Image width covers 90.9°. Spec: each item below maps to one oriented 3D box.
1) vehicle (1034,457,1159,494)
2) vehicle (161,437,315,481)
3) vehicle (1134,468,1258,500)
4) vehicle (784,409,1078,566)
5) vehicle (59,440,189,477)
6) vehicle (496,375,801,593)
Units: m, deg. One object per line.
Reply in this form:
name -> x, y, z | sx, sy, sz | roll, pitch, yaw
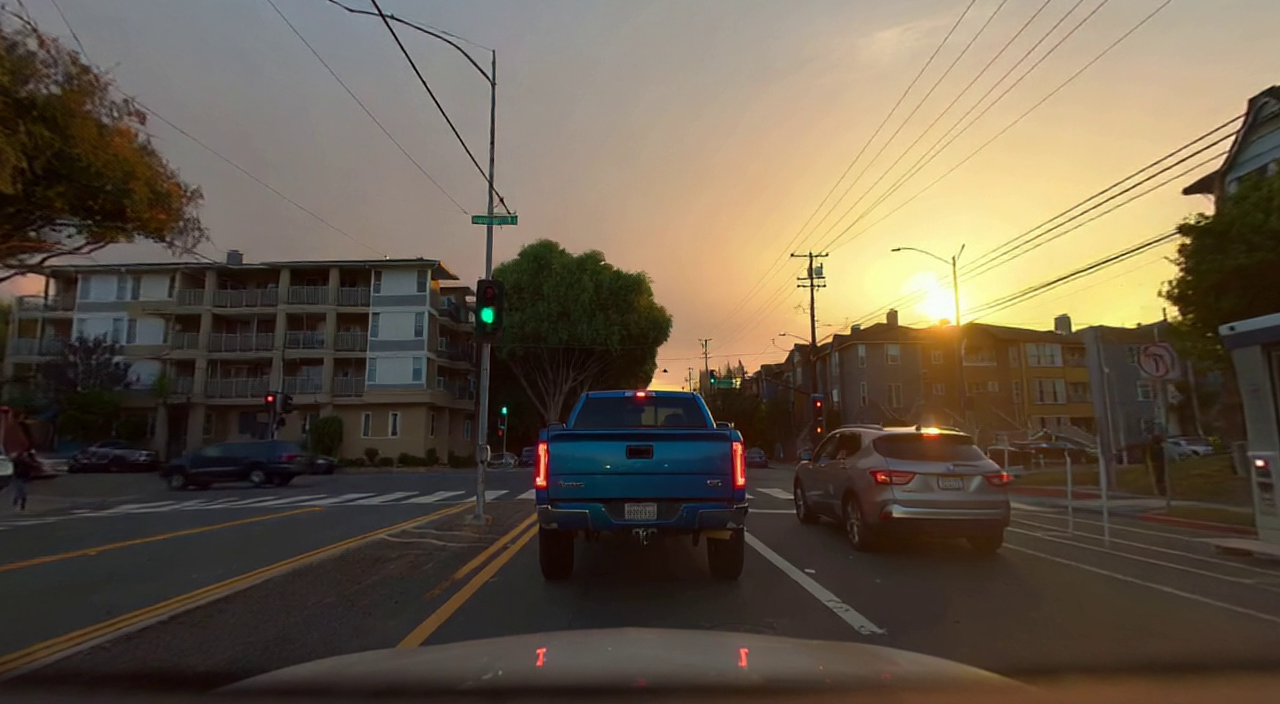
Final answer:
vehicle -> 21.745, 5.892, 30.163 | 4.498, 1.618, 1.843 | 0, -8, 0
vehicle -> -16.819, 4.499, 26.573 | 5.043, 1.766, 1.980 | 0, -9, -1
vehicle -> 26.379, 6.279, 30.001 | 4.071, 1.388, 1.884 | 0, -8, 1
vehicle -> 3.849, 1.885, 9.581 | 2.131, 1.759, 4.762 | 0, -8, -1
vehicle -> -24.839, 5.134, 30.449 | 4.563, 1.692, 1.778 | 0, -8, -2
vehicle -> 0.107, 1.558, 8.296 | 2.738, 1.959, 5.070 | 0, -8, 1
